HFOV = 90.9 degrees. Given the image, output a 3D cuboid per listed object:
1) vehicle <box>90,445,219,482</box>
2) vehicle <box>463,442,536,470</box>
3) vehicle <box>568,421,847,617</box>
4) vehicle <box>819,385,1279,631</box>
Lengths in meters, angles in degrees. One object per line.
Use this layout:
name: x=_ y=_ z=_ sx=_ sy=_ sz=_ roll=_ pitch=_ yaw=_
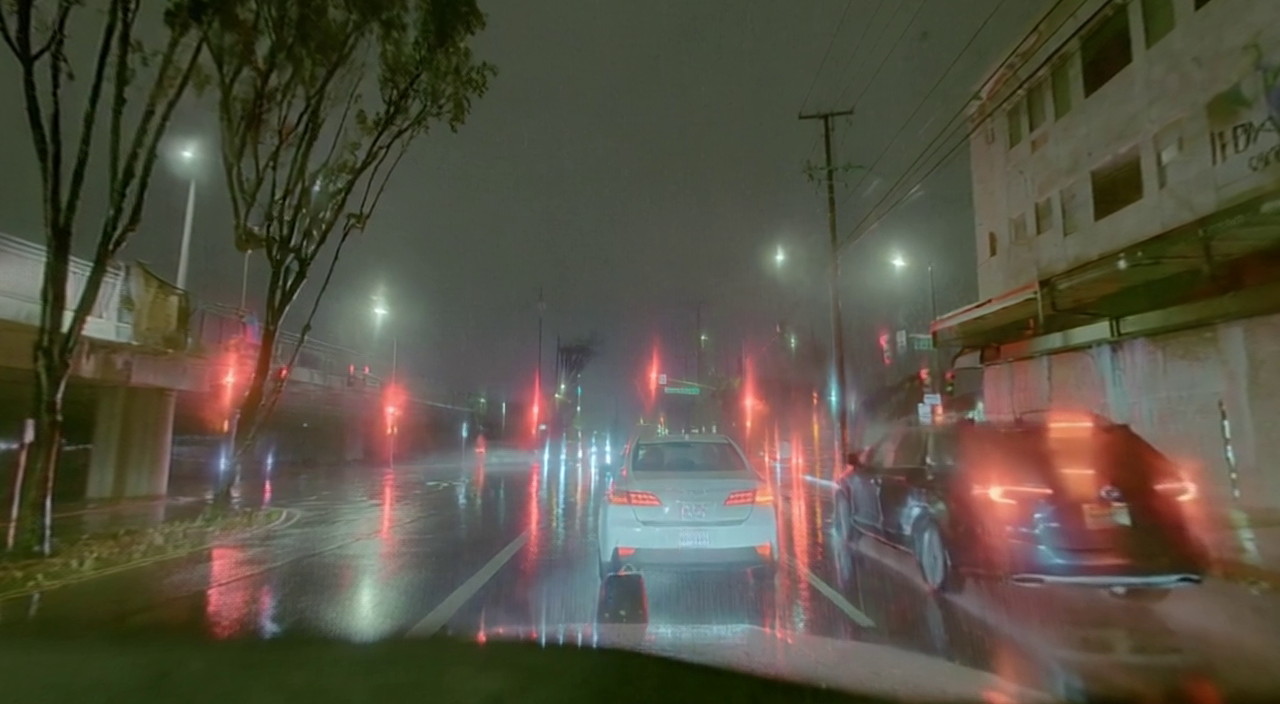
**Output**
vehicle: x=-23.142 y=5.330 z=30.206 sx=4.474 sy=1.673 sz=2.010 roll=0 pitch=-8 yaw=1
vehicle: x=-7.657 y=5.692 z=34.794 sx=1.873 sy=1.462 sz=4.283 roll=-3 pitch=-9 yaw=19
vehicle: x=0.529 y=1.576 z=6.929 sx=2.101 sy=1.467 sz=4.210 roll=0 pitch=-8 yaw=1
vehicle: x=3.647 y=1.469 z=6.931 sx=2.062 sy=1.781 sz=4.488 roll=0 pitch=-8 yaw=0
